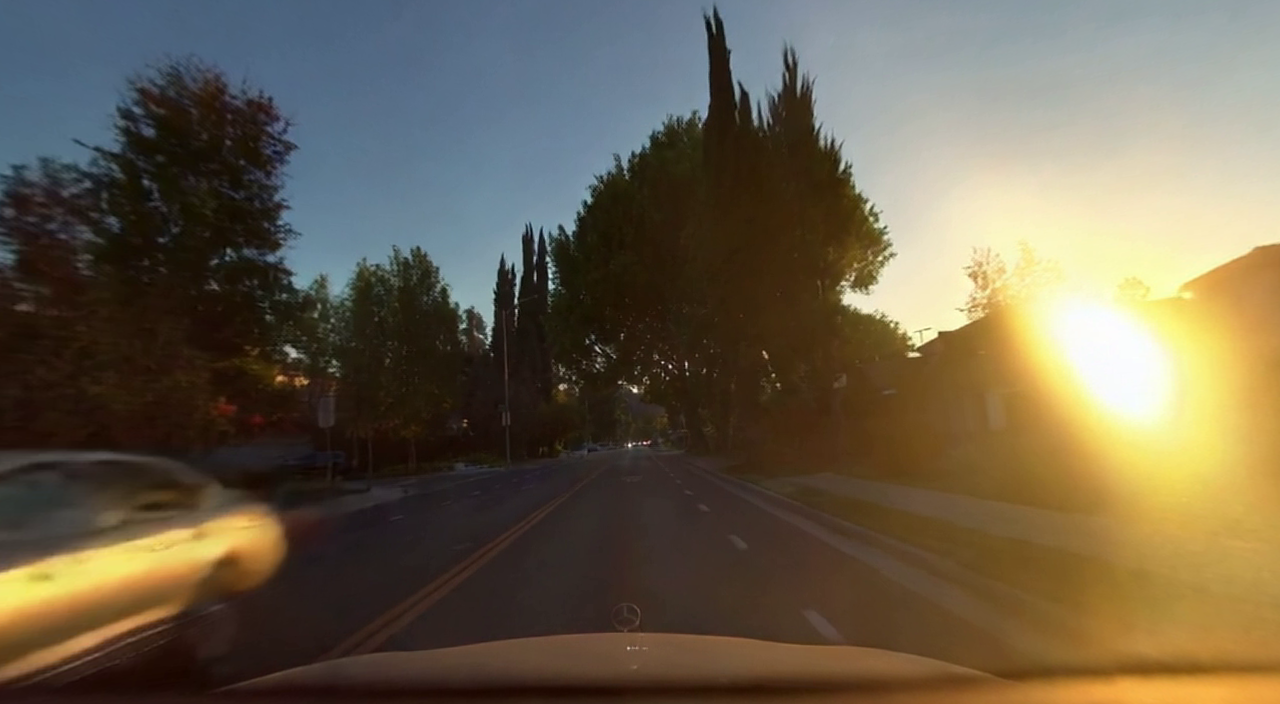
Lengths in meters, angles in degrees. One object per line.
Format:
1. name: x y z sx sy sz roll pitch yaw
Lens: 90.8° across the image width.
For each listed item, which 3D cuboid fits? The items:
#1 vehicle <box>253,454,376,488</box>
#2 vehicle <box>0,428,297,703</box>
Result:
1. vehicle: -15.089 5.523 29.436 4.779 1.453 1.970 -2 -8 9
2. vehicle: -3.664 1.089 2.591 1.996 1.519 4.559 -1 -8 -1
